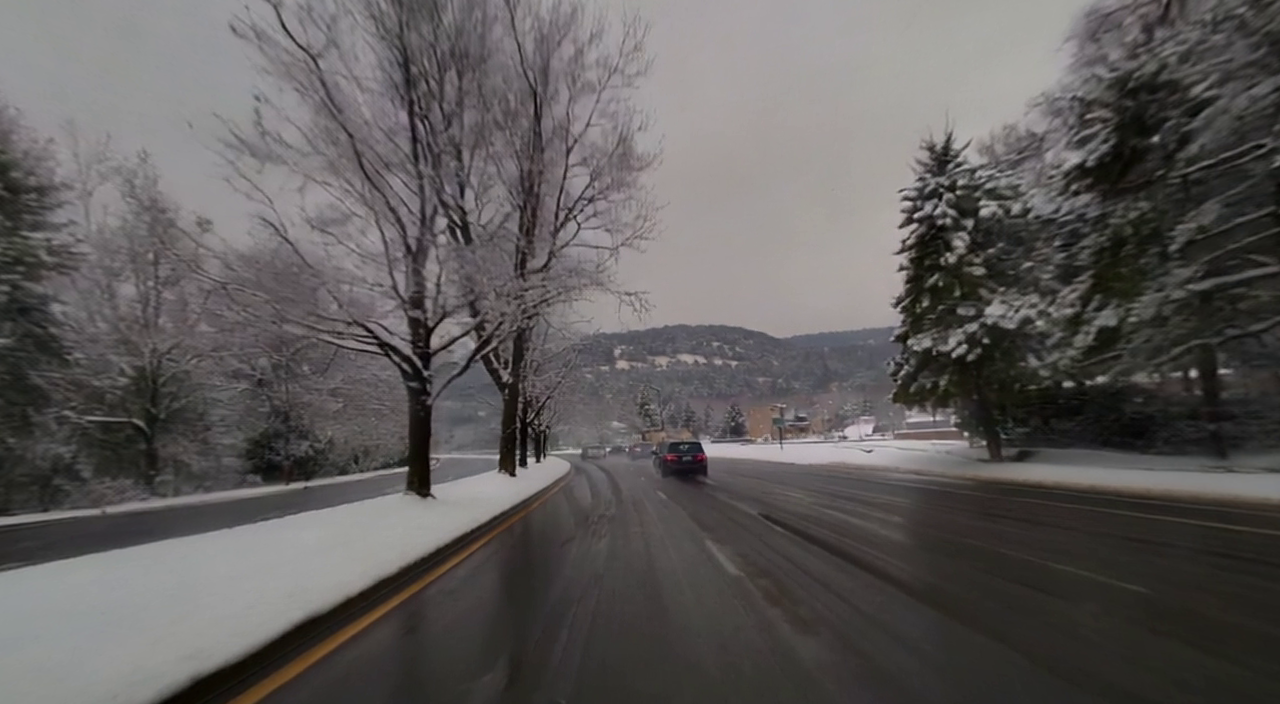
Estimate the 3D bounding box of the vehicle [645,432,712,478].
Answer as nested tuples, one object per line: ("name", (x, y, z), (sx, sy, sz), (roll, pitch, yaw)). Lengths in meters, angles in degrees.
("vehicle", (1.512, 4.362, 26.815), (2.253, 1.756, 4.313), (0, -8, -5))
